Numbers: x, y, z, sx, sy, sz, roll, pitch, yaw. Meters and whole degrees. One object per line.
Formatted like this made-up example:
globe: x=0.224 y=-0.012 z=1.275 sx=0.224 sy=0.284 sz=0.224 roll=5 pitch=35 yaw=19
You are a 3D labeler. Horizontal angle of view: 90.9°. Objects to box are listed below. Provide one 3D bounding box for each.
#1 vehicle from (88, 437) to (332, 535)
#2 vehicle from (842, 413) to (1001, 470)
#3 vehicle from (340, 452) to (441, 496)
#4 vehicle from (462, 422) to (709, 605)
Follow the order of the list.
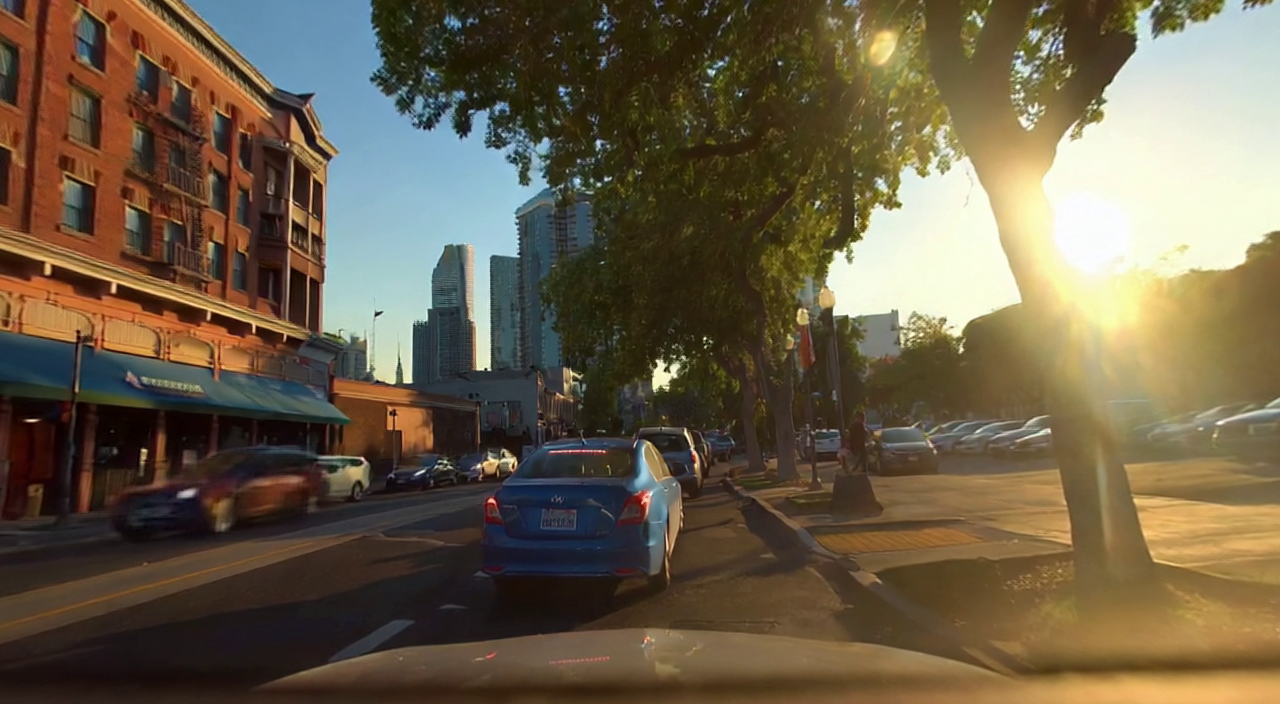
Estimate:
vehicle: x=-9.206 y=2.860 z=14.072 sx=2.054 sy=1.772 sz=4.276 roll=-4 pitch=-9 yaw=9
vehicle: x=9.025 y=2.839 z=20.224 sx=4.558 sy=1.528 sz=1.915 roll=0 pitch=-8 yaw=-23
vehicle: x=-10.257 y=5.031 z=26.286 sx=1.826 sy=1.432 sz=4.556 roll=-7 pitch=-9 yaw=8
vehicle: x=-0.278 y=1.632 z=7.289 sx=1.939 sy=1.478 sz=3.922 roll=-1 pitch=-8 yaw=9
